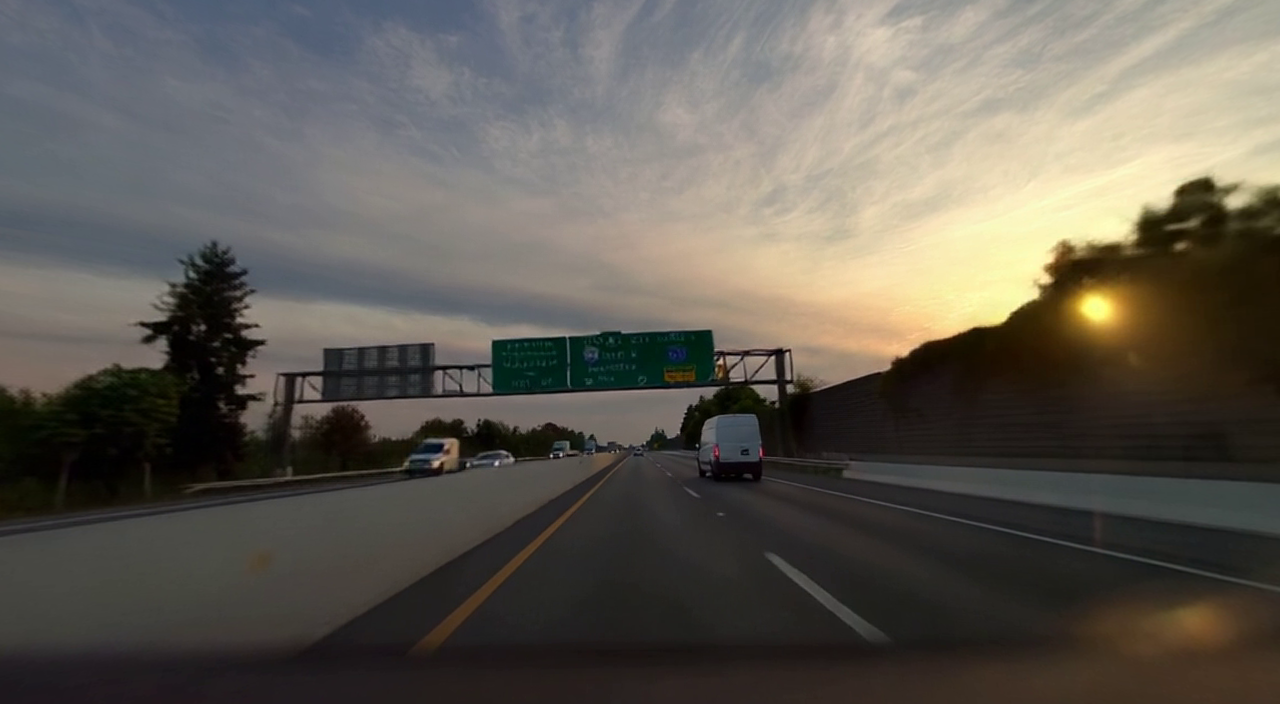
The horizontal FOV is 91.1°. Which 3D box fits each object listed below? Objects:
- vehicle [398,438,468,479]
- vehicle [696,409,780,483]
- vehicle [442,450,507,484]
[{"bbox_3d":[-12.981,6.711,39.922,2.364,2.387,6.068,0,-9,0],"label":"vehicle"},{"bbox_3d":[4.072,4.128,27.574,2.449,2.805,6.763,0,-9,-1],"label":"vehicle"},{"bbox_3d":[-8.355,5.813,32.160,2.157,1.583,4.227,0,-9,1],"label":"vehicle"}]
